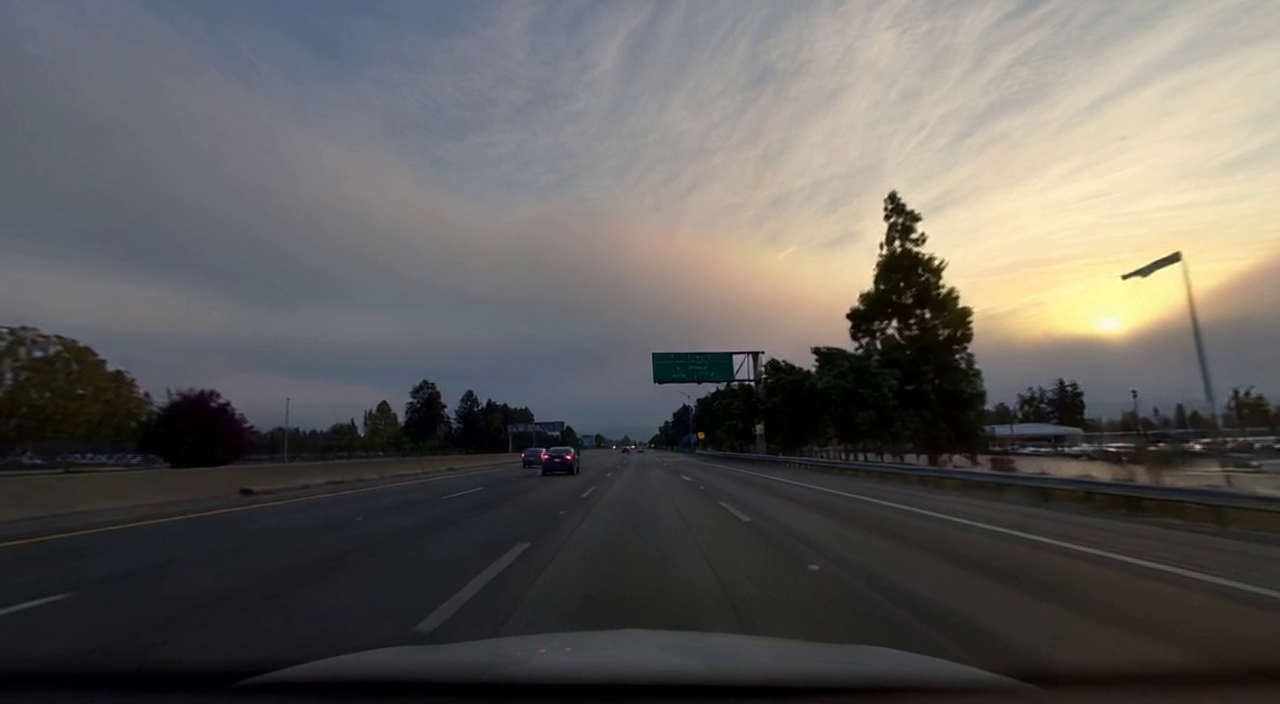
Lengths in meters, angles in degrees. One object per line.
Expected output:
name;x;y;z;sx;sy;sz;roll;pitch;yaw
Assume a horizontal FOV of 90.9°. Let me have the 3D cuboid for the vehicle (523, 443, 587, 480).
vehicle;-3.574;4.712;27.346;2.128;1.450;4.078;0;-9;1
